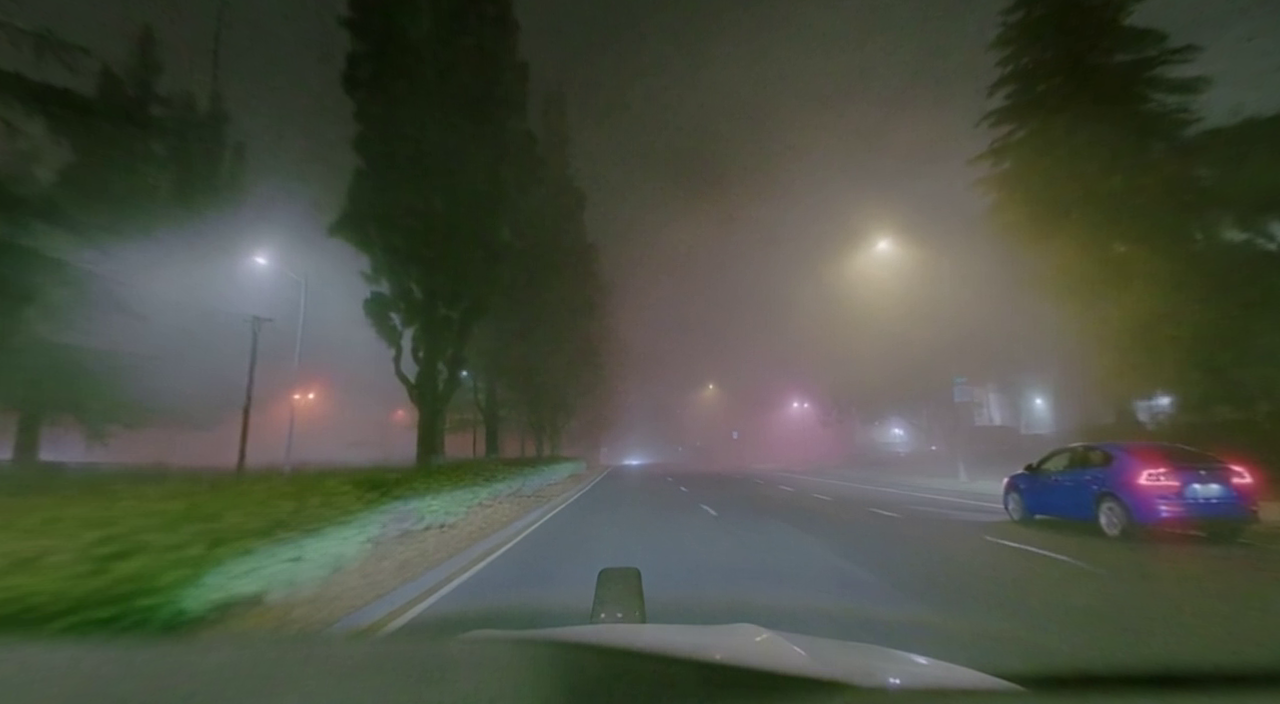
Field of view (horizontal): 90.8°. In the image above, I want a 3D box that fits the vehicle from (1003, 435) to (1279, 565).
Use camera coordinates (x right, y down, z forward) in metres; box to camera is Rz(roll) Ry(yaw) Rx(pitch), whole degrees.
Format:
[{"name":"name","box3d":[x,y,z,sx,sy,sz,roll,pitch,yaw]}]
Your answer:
[{"name":"vehicle","box3d":[7.280,2.012,9.253,1.797,1.518,3.433,0,-9,-1]}]
